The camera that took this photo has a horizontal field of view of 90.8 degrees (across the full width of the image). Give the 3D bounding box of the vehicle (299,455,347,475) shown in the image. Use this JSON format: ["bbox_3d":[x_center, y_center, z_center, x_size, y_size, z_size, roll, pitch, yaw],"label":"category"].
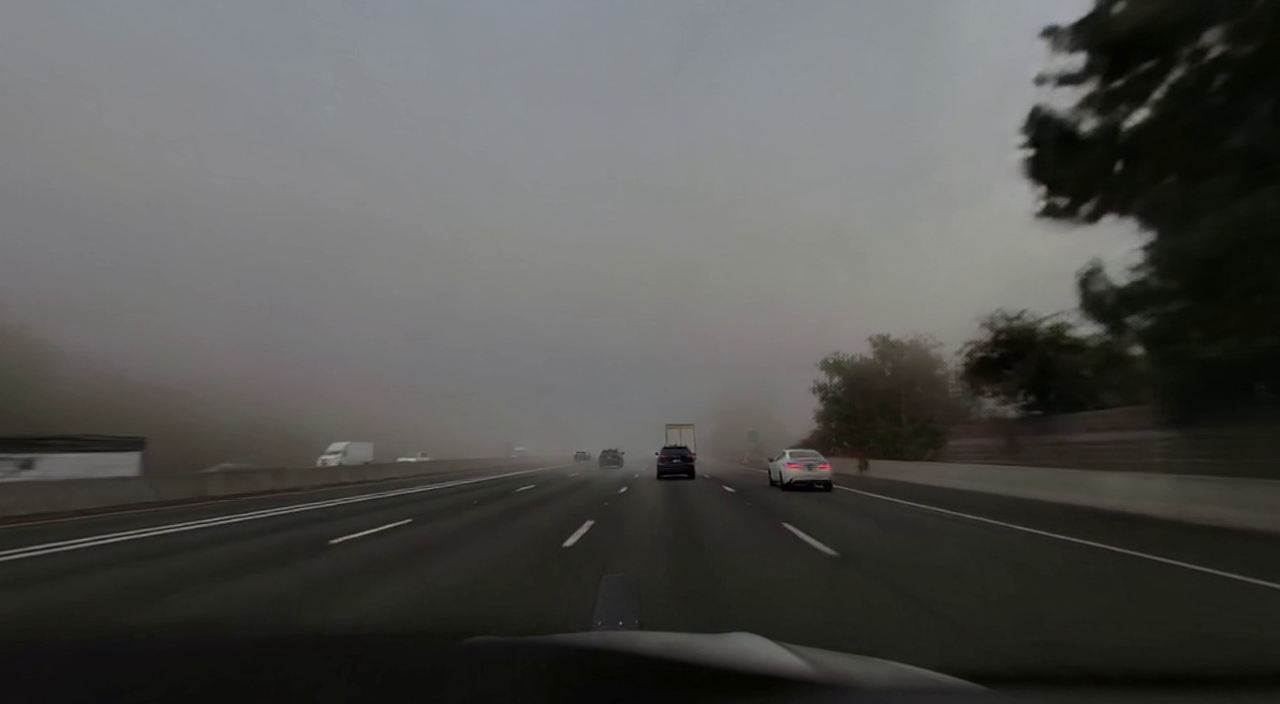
[{"bbox_3d":[-23.393,8.348,46.706,1.637,1.402,3.406,-1,-9,3],"label":"vehicle"}]

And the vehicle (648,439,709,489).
[{"bbox_3d":[1.391,4.238,24.192,2.103,1.717,4.399,0,-9,2],"label":"vehicle"}]

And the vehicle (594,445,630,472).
[{"bbox_3d":[-1.826,7.216,42.935,1.988,1.696,4.754,-1,-9,3],"label":"vehicle"}]

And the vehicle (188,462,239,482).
[{"bbox_3d":[-31.978,8.985,47.405,1.427,1.302,3.196,-1,-9,4],"label":"vehicle"}]

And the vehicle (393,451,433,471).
[{"bbox_3d":[-16.129,7.725,45.015,1.503,1.364,3.224,-1,-9,4],"label":"vehicle"}]

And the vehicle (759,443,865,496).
[{"bbox_3d":[5.248,3.646,20.039,2.146,1.482,4.665,0,-9,1],"label":"vehicle"}]
